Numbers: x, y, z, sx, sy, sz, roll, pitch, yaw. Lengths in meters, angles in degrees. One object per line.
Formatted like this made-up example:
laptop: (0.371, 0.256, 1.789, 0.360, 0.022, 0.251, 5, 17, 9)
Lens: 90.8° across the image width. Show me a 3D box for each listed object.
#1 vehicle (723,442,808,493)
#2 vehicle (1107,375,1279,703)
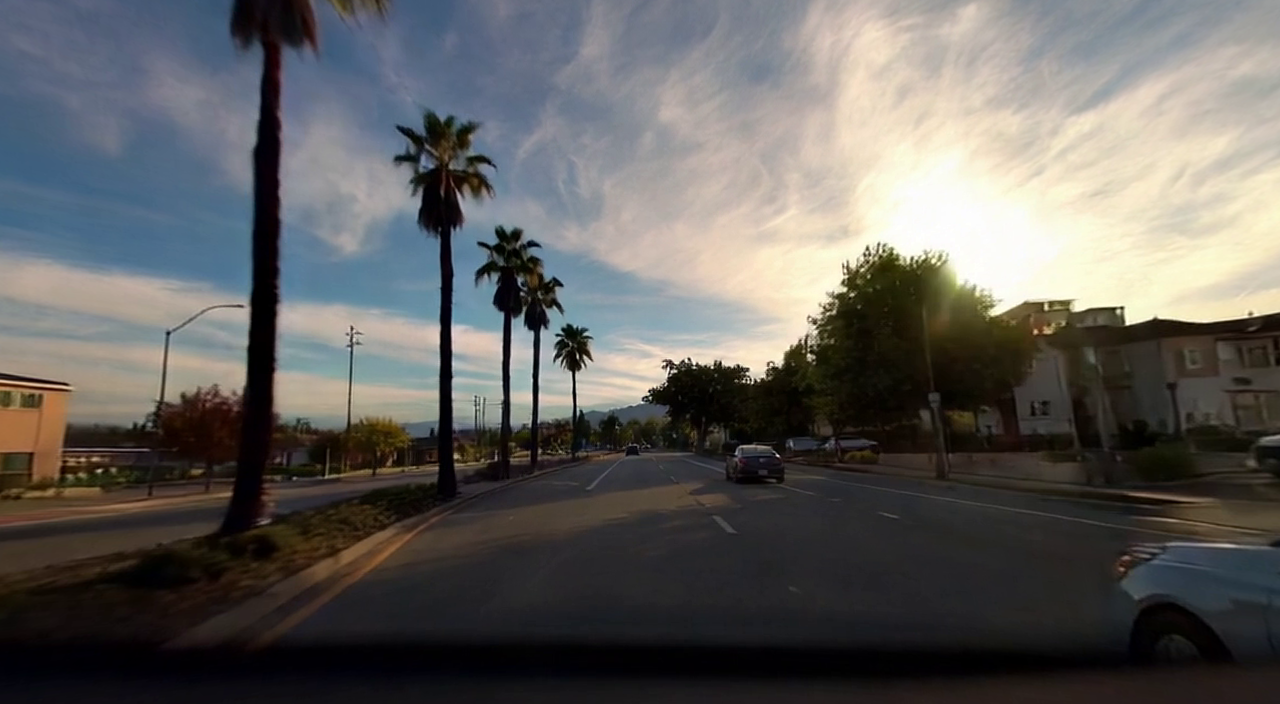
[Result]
vehicle: (4.038, 3.813, 21.211, 1.989, 1.492, 4.689, 0, -9, 1)
vehicle: (3.196, 0.602, 0.458, 2.065, 1.539, 4.727, 0, -9, 0)
